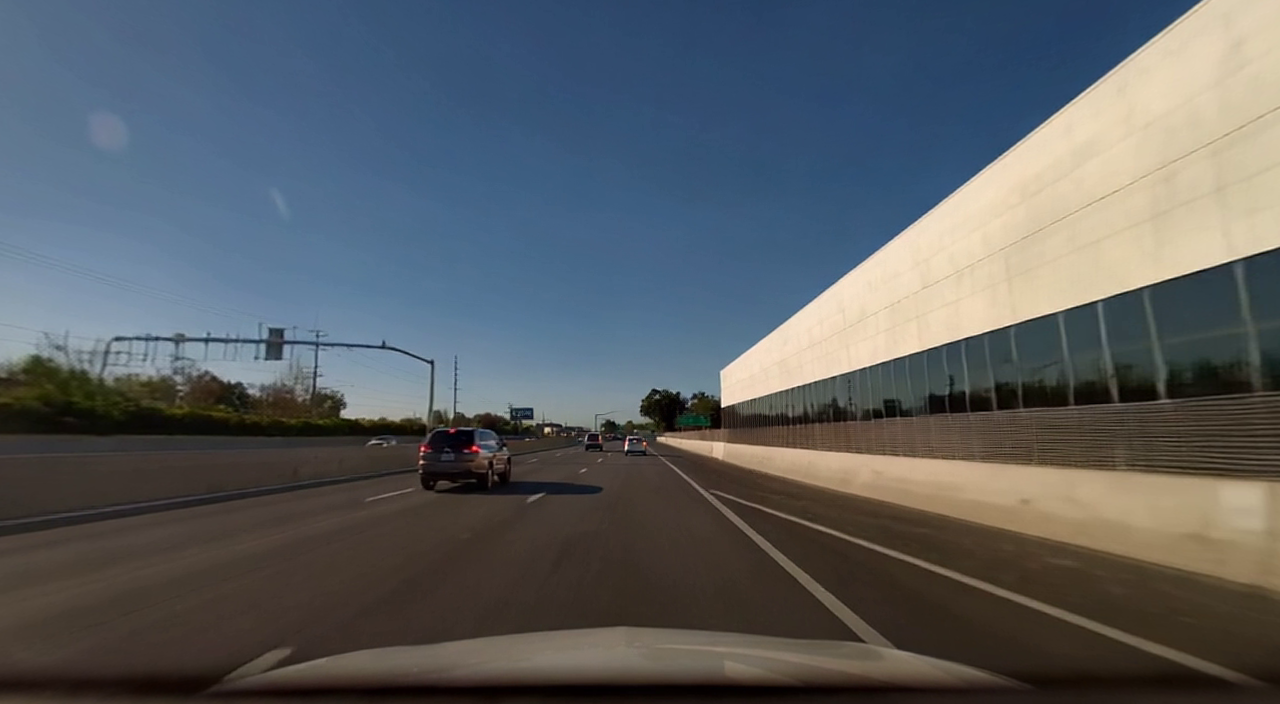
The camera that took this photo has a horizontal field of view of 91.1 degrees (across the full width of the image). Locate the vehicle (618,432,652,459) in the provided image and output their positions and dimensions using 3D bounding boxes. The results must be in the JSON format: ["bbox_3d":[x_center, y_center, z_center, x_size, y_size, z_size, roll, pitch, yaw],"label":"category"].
[{"bbox_3d":[-0.343,6.002,40.607,2.036,1.637,4.009,0,-8,-1],"label":"vehicle"}]

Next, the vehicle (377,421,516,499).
[{"bbox_3d":[-4.504,2.582,15.476,2.036,1.612,4.510,0,-8,-1],"label":"vehicle"}]
